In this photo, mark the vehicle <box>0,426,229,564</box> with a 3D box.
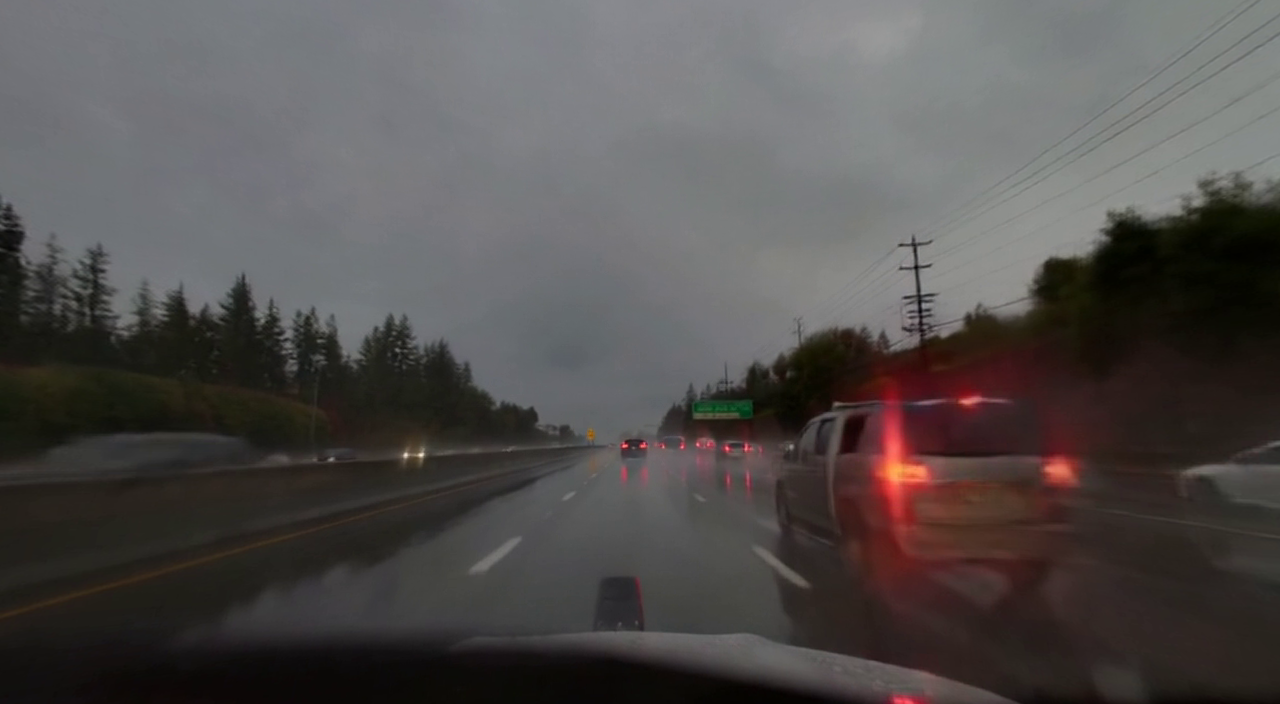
[{"bbox_3d":[-8.783,2.013,9.497,2.047,1.650,4.600,0,-8,-1],"label":"vehicle"}]

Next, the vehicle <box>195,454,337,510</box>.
[{"bbox_3d":[-11.858,4.109,20.376,1.893,1.508,4.418,0,-8,0],"label":"vehicle"}]

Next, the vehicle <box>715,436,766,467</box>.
[{"bbox_3d":[6.419,6.405,40.652,2.145,1.822,4.791,1,-8,-4],"label":"vehicle"}]

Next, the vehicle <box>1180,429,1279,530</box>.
[{"bbox_3d":[10.372,1.774,8.554,1.890,1.474,4.662,0,-8,-1],"label":"vehicle"}]

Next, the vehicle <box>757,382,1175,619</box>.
[{"bbox_3d":[2.988,1.501,7.368,2.152,1.821,4.853,0,-8,-2],"label":"vehicle"}]

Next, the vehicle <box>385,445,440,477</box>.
[{"bbox_3d":[-15.645,7.475,43.563,2.010,2.033,5.111,1,-8,-2],"label":"vehicle"}]

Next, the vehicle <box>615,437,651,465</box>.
[{"bbox_3d":[-0.504,6.687,42.556,2.314,1.796,4.254,0,-8,-1],"label":"vehicle"}]
